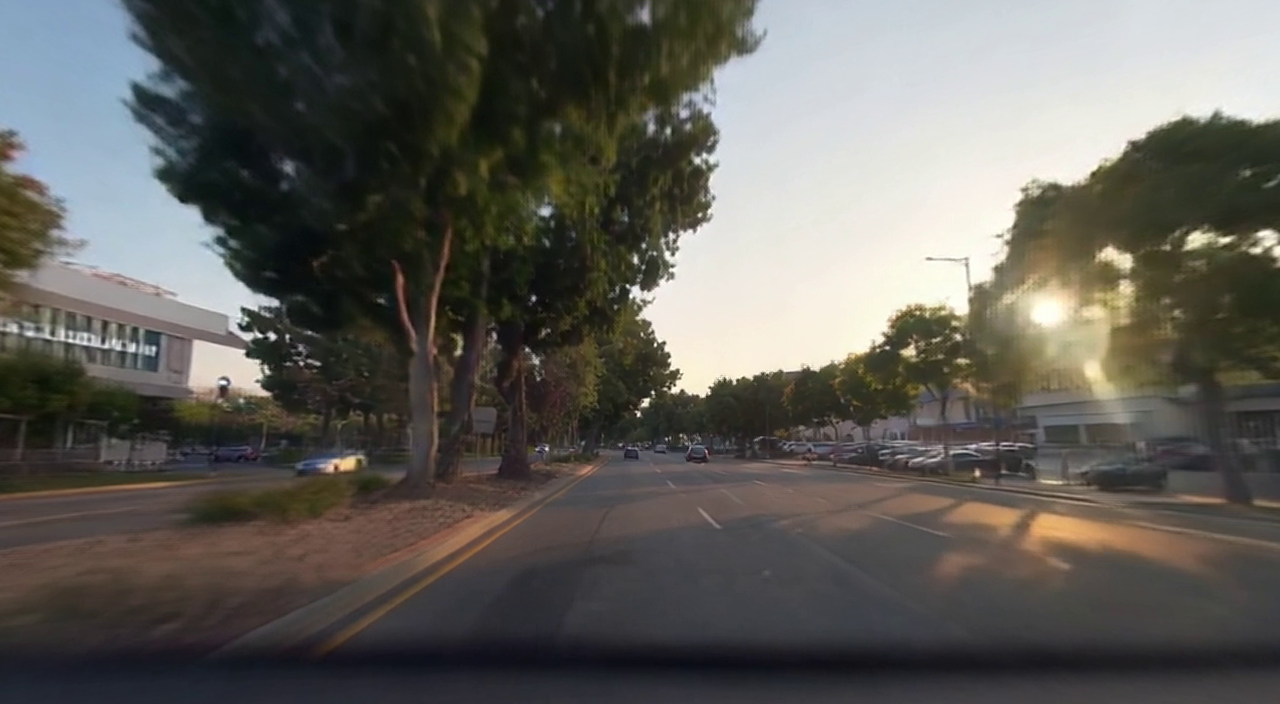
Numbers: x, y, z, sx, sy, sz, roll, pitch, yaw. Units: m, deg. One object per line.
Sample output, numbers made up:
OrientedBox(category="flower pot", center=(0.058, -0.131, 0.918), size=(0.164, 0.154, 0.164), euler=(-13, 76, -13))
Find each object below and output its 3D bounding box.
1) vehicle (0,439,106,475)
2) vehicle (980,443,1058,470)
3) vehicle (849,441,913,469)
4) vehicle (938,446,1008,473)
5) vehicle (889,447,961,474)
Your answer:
OrientedBox(category="vehicle", center=(-28.894, 5.081, 30.565), size=(4.208, 1.648, 1.980), euler=(0, -8, -3))
OrientedBox(category="vehicle", center=(22.340, 6.182, 37.493), size=(1.895, 1.471, 4.511), euler=(-2, -9, 2))
OrientedBox(category="vehicle", center=(16.266, 6.958, 42.978), size=(2.052, 1.749, 5.213), euler=(0, -8, -3))
OrientedBox(category="vehicle", center=(19.546, 6.298, 37.315), size=(1.972, 1.461, 4.021), euler=(1, -8, 0))
OrientedBox(category="vehicle", center=(16.532, 6.310, 36.906), size=(1.863, 1.445, 4.703), euler=(0, -8, -2))
